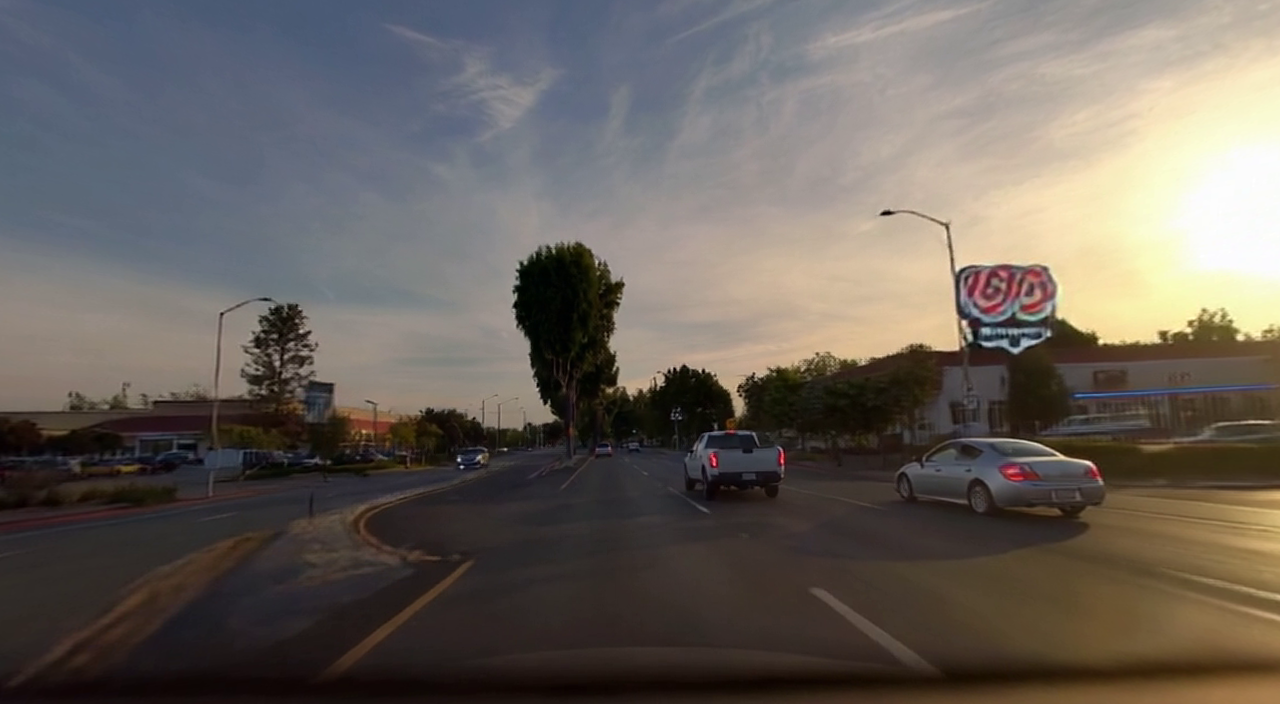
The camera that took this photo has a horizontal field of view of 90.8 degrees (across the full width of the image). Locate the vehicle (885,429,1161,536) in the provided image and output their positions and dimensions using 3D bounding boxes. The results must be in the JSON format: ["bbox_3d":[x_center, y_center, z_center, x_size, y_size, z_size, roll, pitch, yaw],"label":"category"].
[{"bbox_3d":[6.269,2.170,11.109,1.986,1.480,4.296,0,-9,-3],"label":"vehicle"}]

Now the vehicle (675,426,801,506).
[{"bbox_3d":[2.320,2.927,16.618,2.214,1.749,4.998,0,-9,-4],"label":"vehicle"}]
